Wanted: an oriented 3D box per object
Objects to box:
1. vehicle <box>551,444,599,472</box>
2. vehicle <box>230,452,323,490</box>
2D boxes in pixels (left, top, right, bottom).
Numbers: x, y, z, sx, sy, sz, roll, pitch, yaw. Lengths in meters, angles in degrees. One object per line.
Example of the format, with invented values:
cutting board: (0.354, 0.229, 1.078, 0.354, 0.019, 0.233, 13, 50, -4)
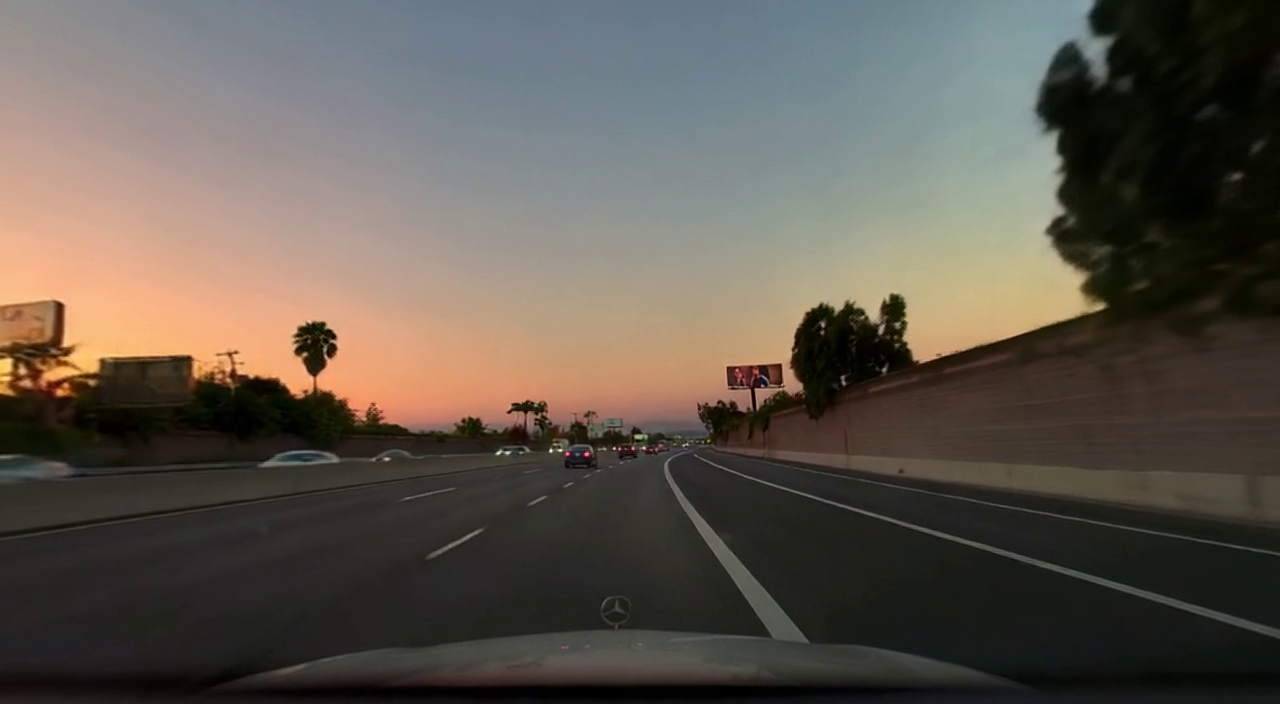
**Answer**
vehicle: (-3.694, 6.094, 36.568, 2.078, 1.457, 4.648, -1, -8, 3)
vehicle: (-14.699, 4.814, 25.770, 1.603, 1.379, 3.469, 0, -9, 2)
